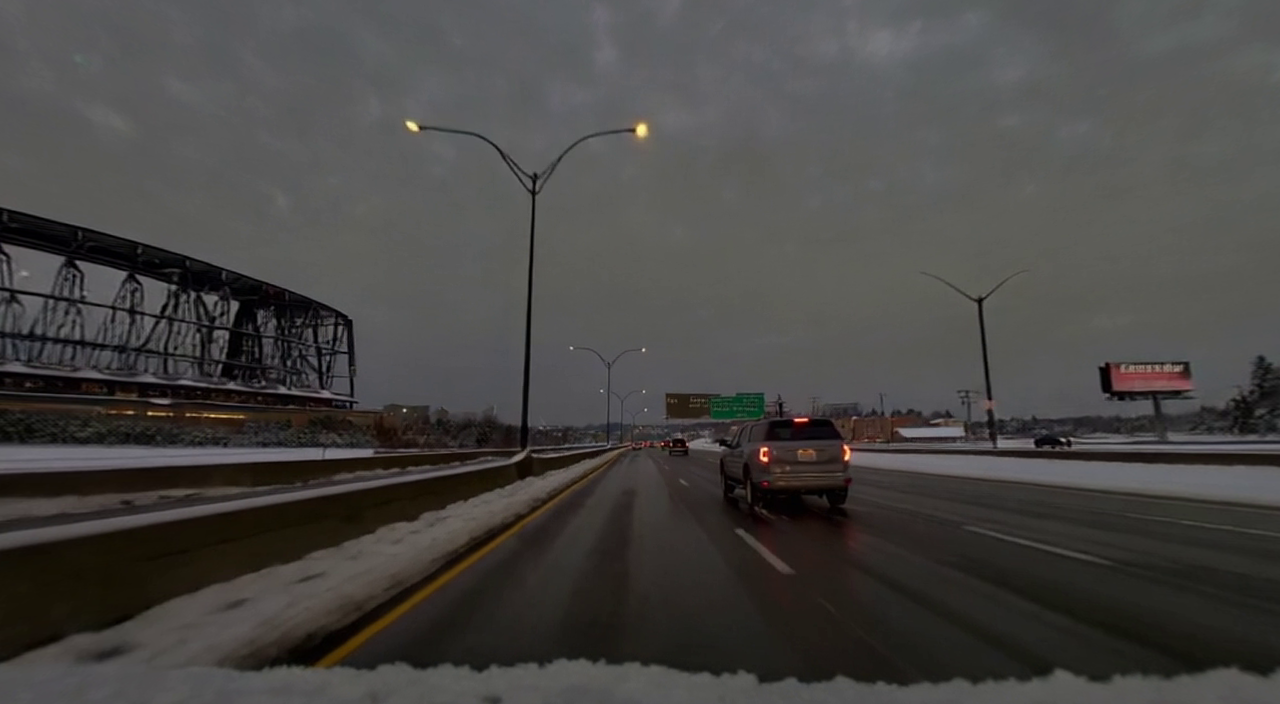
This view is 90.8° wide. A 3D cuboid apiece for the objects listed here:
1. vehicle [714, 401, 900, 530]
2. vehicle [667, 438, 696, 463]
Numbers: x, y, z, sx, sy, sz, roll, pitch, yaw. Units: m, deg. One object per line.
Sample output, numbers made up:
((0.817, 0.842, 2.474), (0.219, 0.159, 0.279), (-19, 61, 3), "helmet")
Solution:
((2.908, 2.143, 12.452), (2.199, 2.002, 4.970), (0, -9, -1), "vehicle")
((3.110, 7.516, 48.188), (1.973, 1.774, 4.092), (0, -9, 0), "vehicle")
